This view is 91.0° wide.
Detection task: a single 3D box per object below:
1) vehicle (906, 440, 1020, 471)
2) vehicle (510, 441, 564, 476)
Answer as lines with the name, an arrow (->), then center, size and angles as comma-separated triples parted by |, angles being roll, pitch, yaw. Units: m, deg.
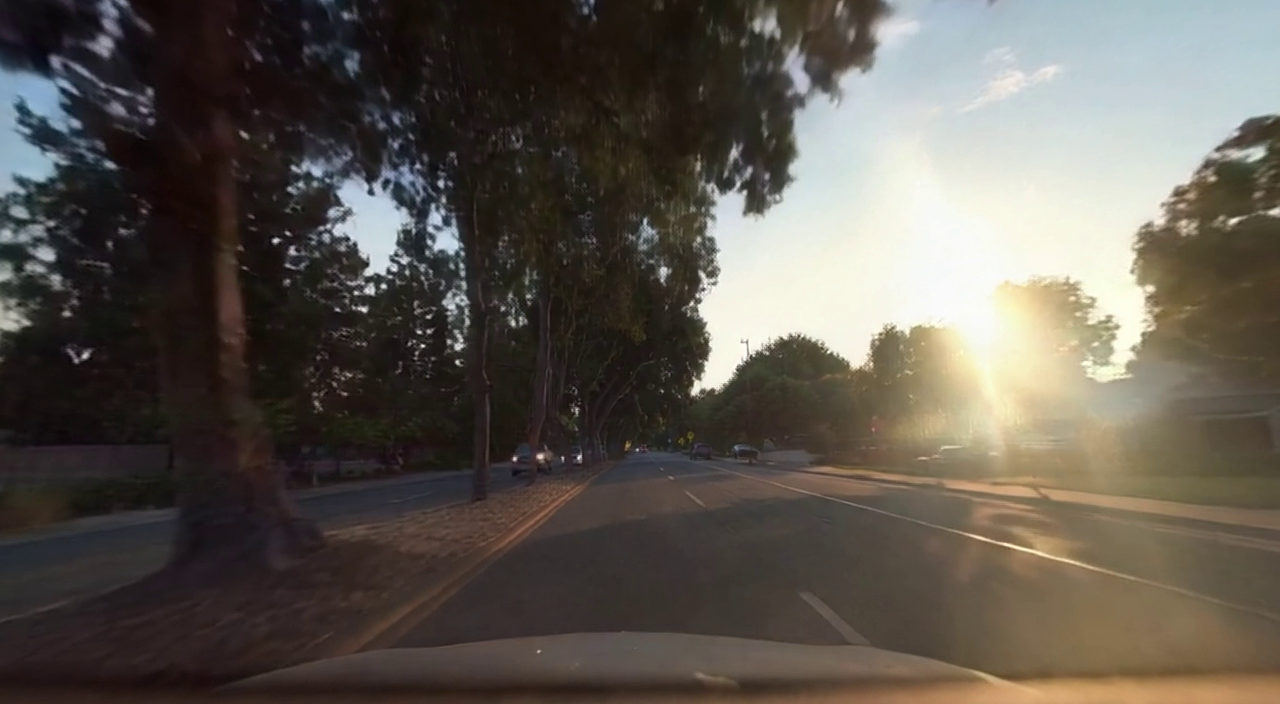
vehicle -> 15.600, 5.007, 30.557 | 4.500, 1.390, 1.864 | 0, -8, -2
vehicle -> -5.750, 5.988, 35.800 | 2.071, 1.823, 4.799 | 0, -9, 2
